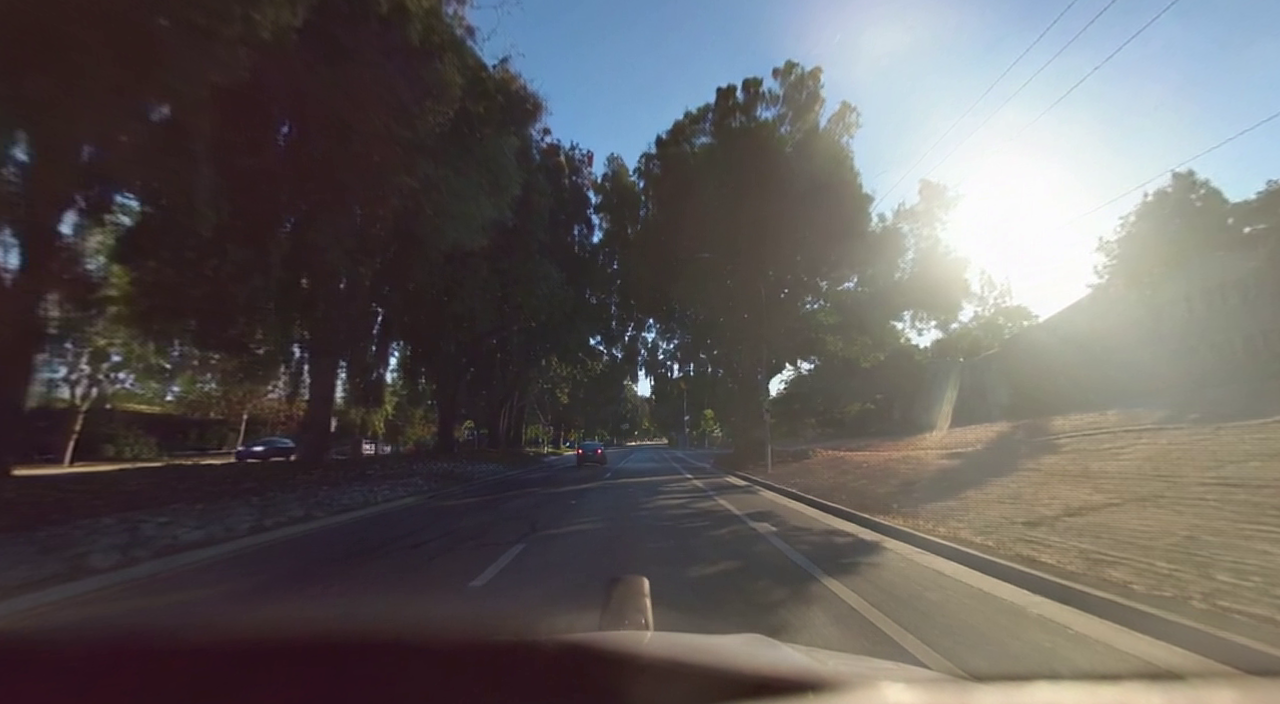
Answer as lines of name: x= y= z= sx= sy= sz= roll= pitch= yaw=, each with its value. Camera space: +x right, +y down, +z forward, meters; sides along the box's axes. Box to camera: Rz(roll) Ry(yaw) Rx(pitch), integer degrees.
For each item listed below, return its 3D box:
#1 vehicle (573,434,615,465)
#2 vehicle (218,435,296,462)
vehicle: x=-2.626 y=5.649 z=36.782 sx=2.016 sy=1.694 sz=4.335 roll=0 pitch=-8 yaw=1
vehicle: x=-23.406 y=5.932 z=38.754 sx=1.848 sy=1.520 sz=4.593 roll=0 pitch=-8 yaw=2
